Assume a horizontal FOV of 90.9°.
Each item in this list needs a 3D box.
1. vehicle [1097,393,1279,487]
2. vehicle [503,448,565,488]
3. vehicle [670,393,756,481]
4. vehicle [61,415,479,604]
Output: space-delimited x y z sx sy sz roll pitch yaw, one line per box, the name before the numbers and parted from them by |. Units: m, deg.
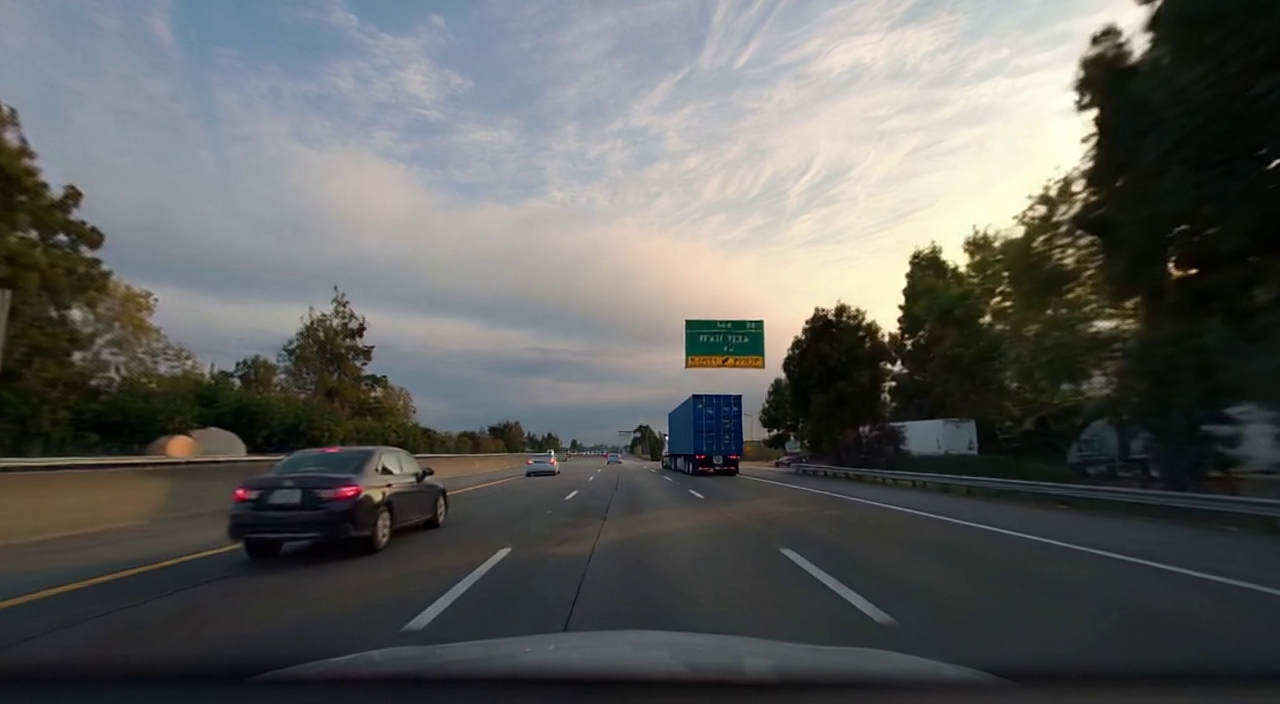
vehicle | 28.857 4.132 29.409 2.986 4.013 13.935 1 -9 -8
vehicle | -4.415 4.895 26.880 2.063 1.532 3.763 0 -9 -1
vehicle | 3.683 4.925 35.561 2.821 4.046 12.876 0 -9 -2
vehicle | -3.954 1.803 8.222 2.370 1.647 5.091 0 -9 0
